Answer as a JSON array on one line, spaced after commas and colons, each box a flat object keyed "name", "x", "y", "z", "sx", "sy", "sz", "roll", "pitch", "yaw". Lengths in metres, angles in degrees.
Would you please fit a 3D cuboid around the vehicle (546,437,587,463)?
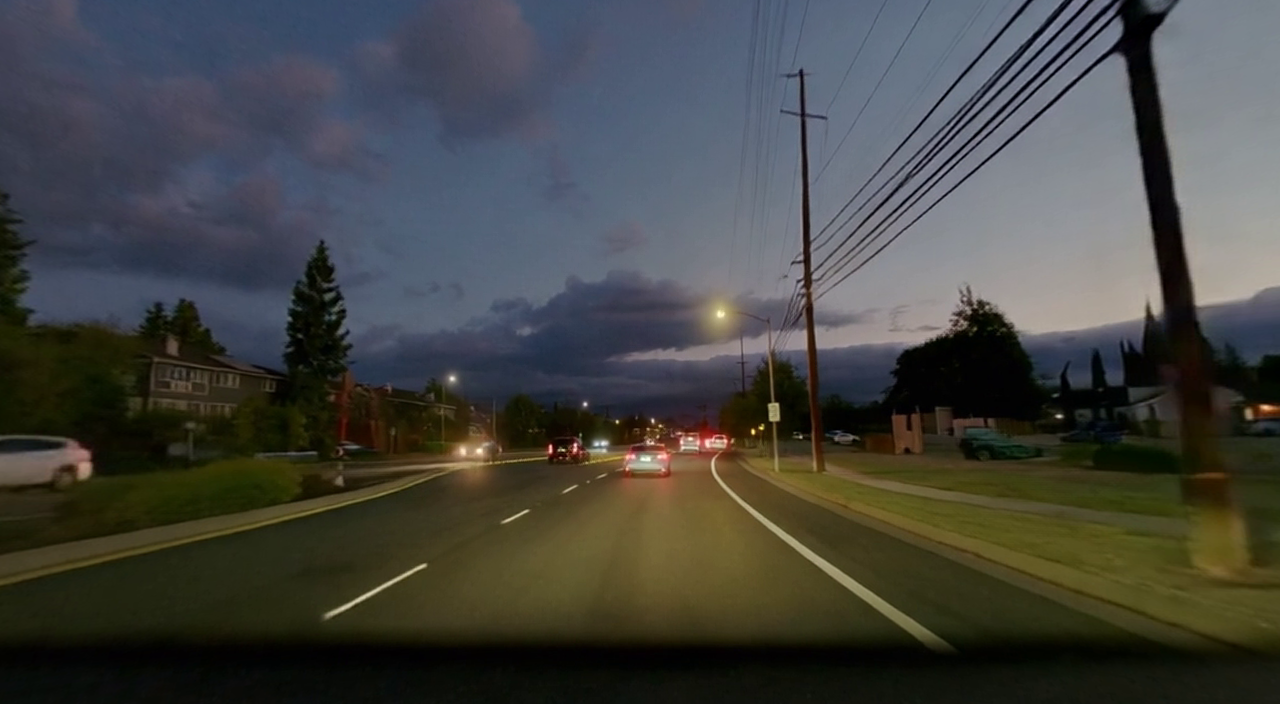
[{"name": "vehicle", "x": -4.551, "y": 6.133, "z": 39.571, "sx": 1.983, "sy": 1.485, "sz": 4.159, "roll": -1, "pitch": -8, "yaw": 2}]

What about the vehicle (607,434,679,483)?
[{"name": "vehicle", "x": 0.205, "y": 3.546, "z": 21.283, "sx": 2.117, "sy": 1.474, "sz": 4.036, "roll": -1, "pitch": -8, "yaw": 4}]
